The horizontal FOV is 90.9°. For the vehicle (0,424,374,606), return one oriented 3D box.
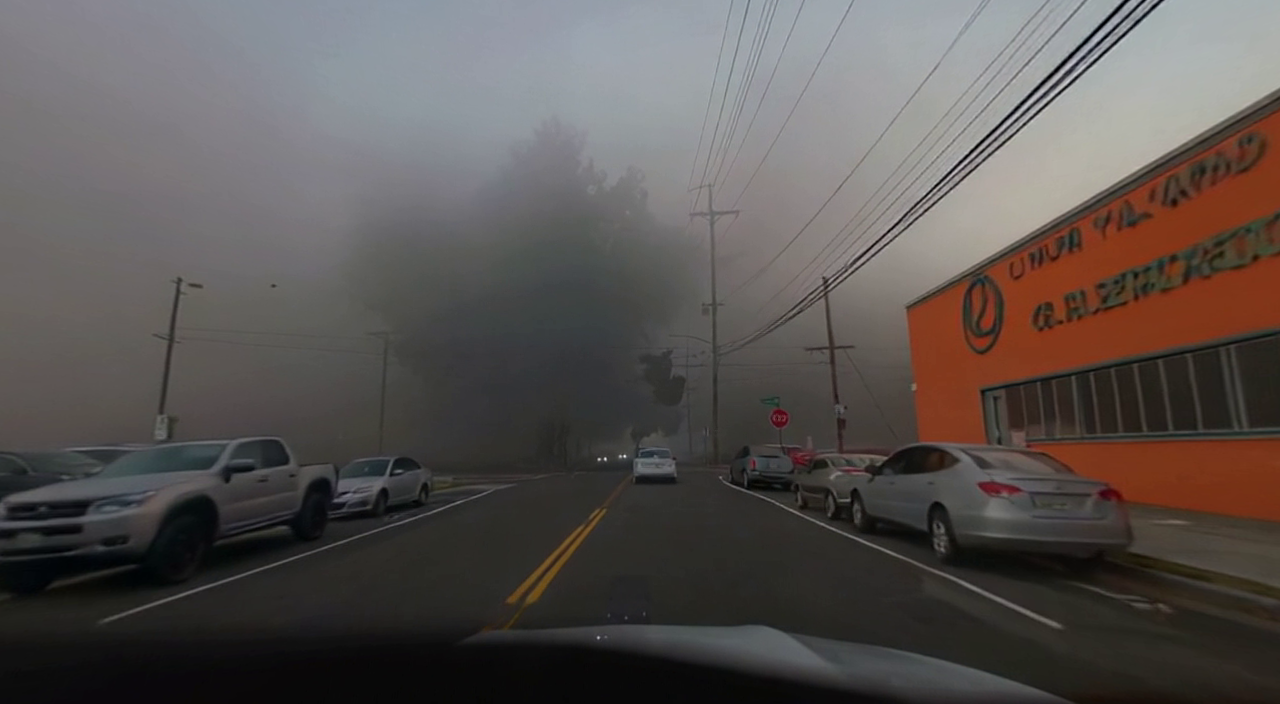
[{"bbox_3d":[-5.885,1.995,8.869,2.146,1.775,5.117,0,-8,-2],"label":"vehicle"}]

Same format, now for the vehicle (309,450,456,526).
[{"bbox_3d":[-5.709,3.011,14.509,1.820,1.482,3.737,0,-8,-1],"label":"vehicle"}]

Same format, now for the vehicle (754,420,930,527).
[{"bbox_3d":[4.069,2.505,13.756,2.178,1.856,4.756,2,-7,-1],"label":"vehicle"}]

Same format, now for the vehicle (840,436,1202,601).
[{"bbox_3d":[4.135,1.825,7.964,1.840,1.452,4.517,0,-8,2],"label":"vehicle"}]

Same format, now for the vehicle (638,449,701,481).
[{"bbox_3d":[1.588,5.685,32.147,2.033,1.464,4.645,-3,-9,18],"label":"vehicle"}]
